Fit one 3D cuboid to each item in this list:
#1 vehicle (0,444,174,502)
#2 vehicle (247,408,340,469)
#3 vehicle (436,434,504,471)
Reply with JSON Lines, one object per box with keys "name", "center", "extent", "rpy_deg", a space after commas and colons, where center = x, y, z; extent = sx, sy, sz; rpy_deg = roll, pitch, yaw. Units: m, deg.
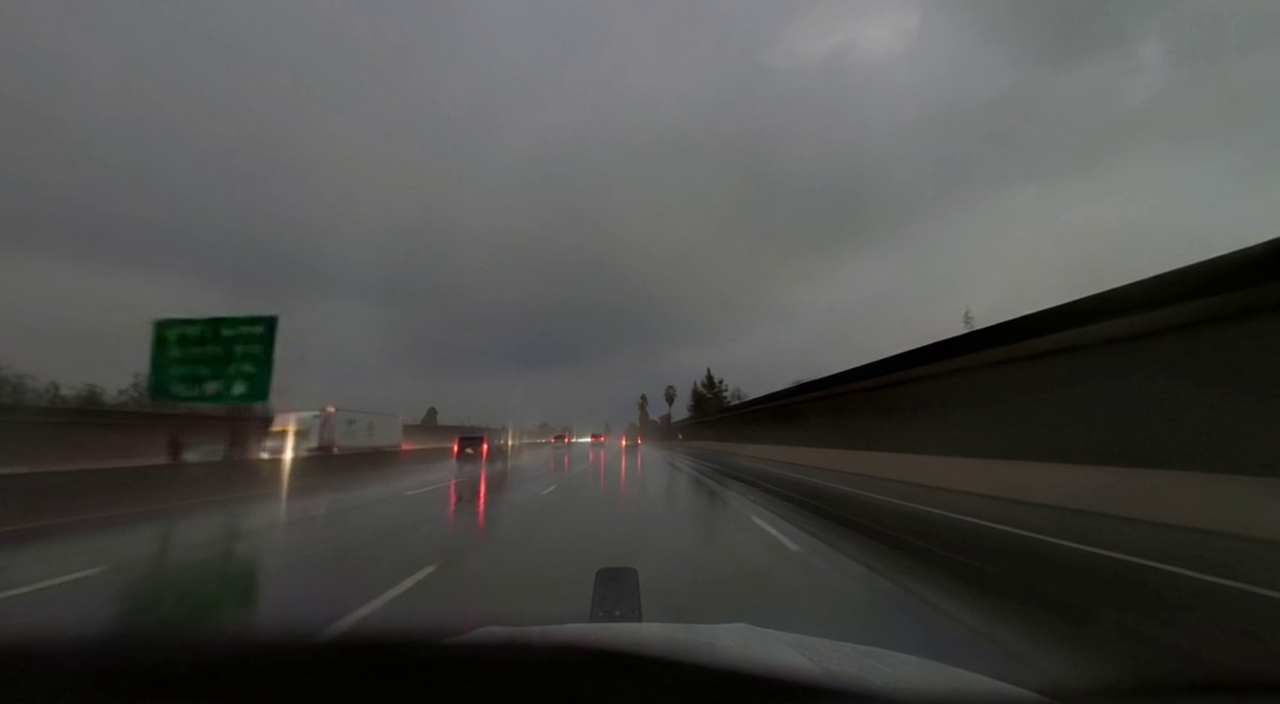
{"name": "vehicle", "center": [-16.520, 3.555, 18.975], "extent": [1.812, 1.519, 3.999], "rpy_deg": [0, -8, 0]}
{"name": "vehicle", "center": [-24.144, 6.051, 44.264], "extent": [2.958, 3.907, 6.382], "rpy_deg": [1, -7, -2]}
{"name": "vehicle", "center": [-7.664, 4.549, 28.722], "extent": [1.972, 1.532, 4.222], "rpy_deg": [0, -8, -1]}
